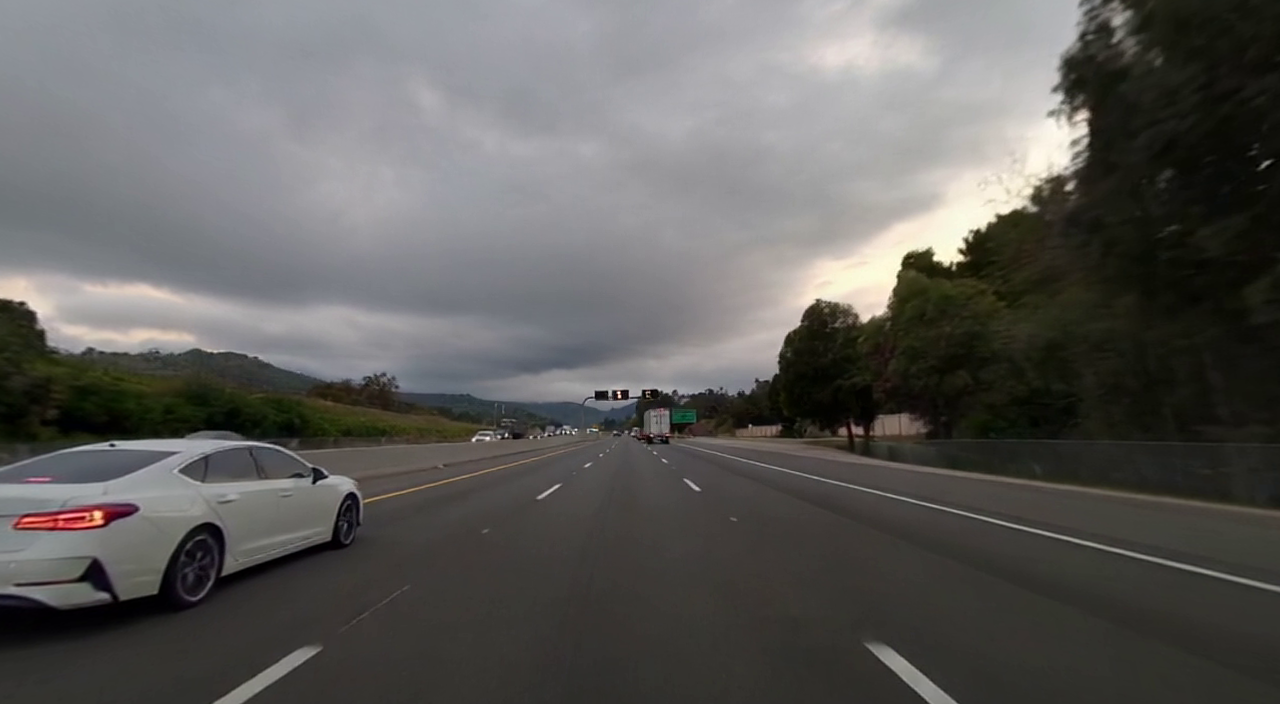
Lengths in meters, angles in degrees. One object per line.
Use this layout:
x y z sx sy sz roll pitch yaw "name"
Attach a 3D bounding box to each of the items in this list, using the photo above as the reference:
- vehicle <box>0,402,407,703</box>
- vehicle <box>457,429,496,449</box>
-3.735 1.251 5.227 1.971 1.444 4.401 0 -7 -1 "vehicle"
-12.768 6.848 49.442 1.953 1.473 4.444 0 -7 -1 "vehicle"
